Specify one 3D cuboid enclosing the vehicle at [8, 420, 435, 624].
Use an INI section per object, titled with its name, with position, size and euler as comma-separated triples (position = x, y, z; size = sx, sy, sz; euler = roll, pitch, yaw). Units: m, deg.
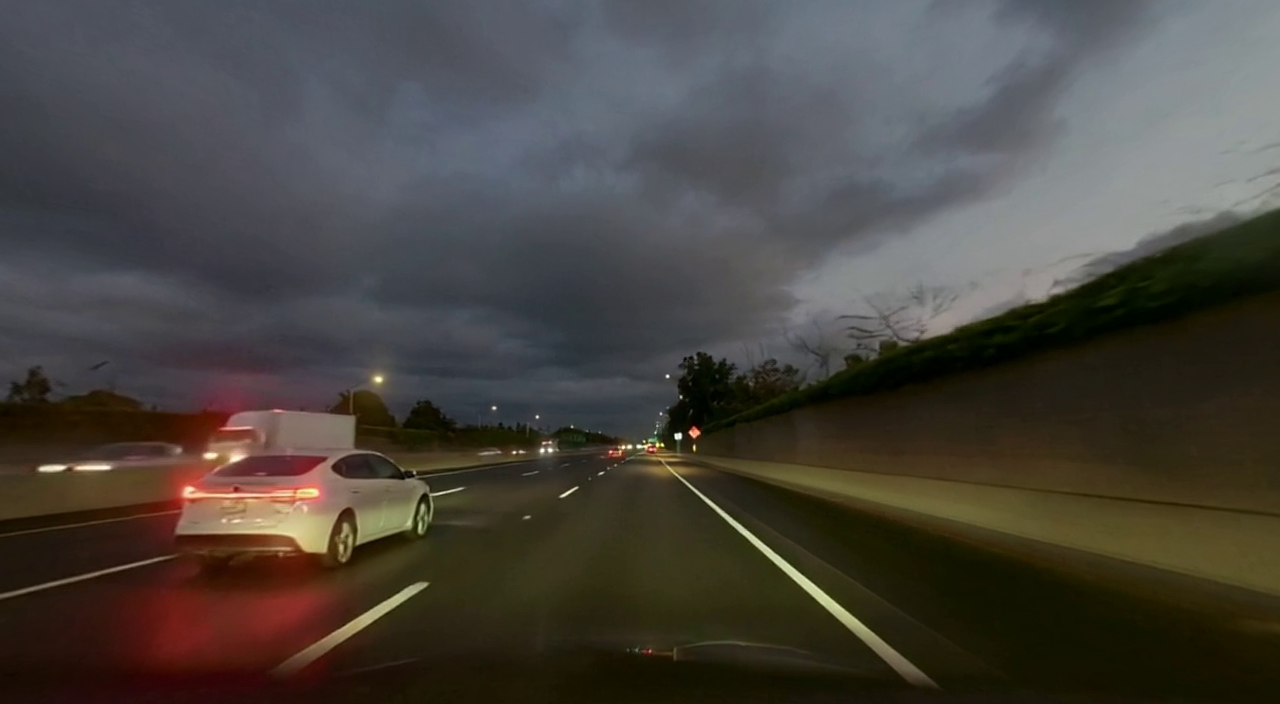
[vehicle]
position = -3.699, 1.535, 6.478
size = 1.991, 1.507, 3.391
euler = 0, -9, 1
